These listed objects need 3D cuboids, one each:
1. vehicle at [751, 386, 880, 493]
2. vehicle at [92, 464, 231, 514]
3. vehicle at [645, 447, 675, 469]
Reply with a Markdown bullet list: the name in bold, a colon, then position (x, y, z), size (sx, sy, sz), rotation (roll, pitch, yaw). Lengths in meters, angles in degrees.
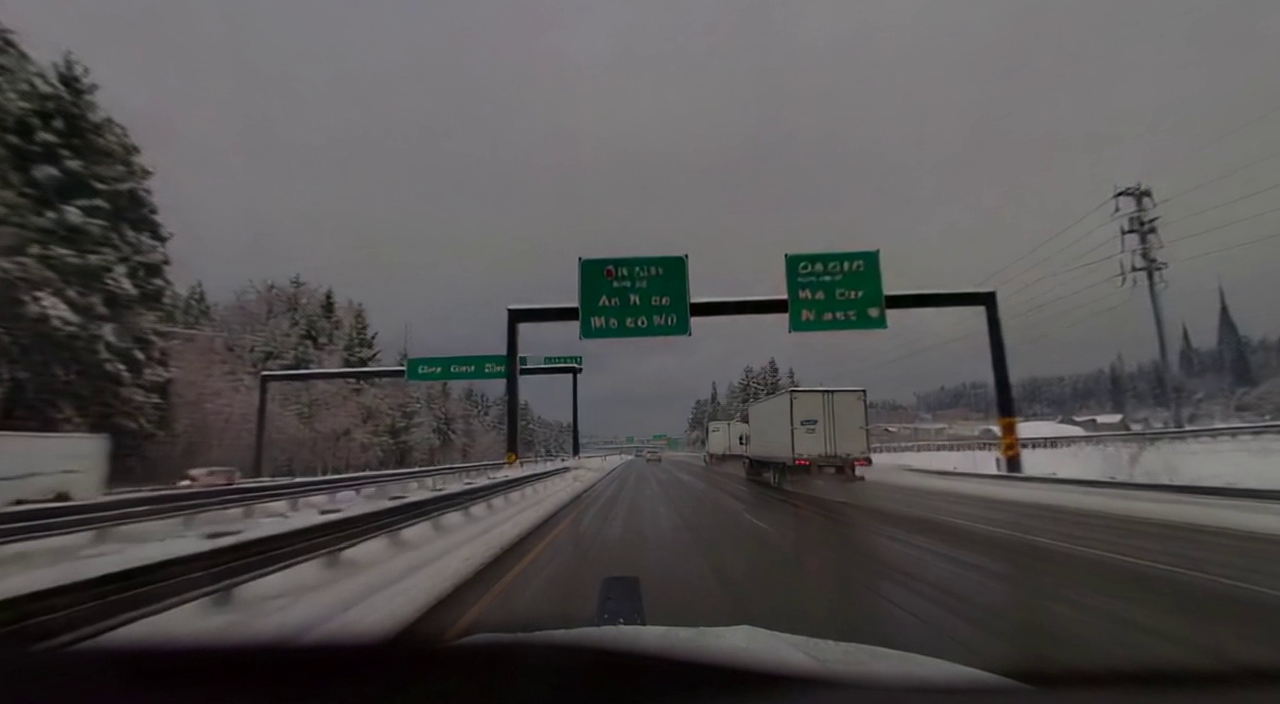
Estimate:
- **vehicle**: position (6.209, 3.309, 23.648), size (2.743, 3.367, 7.306), rotation (0, -9, 0)
- **vehicle**: position (-17.206, 4.907, 22.942), size (1.865, 1.513, 3.969), rotation (0, -9, 0)
- **vehicle**: position (1.454, 7.677, 45.671), size (2.049, 1.500, 3.790), rotation (0, -9, 2)
